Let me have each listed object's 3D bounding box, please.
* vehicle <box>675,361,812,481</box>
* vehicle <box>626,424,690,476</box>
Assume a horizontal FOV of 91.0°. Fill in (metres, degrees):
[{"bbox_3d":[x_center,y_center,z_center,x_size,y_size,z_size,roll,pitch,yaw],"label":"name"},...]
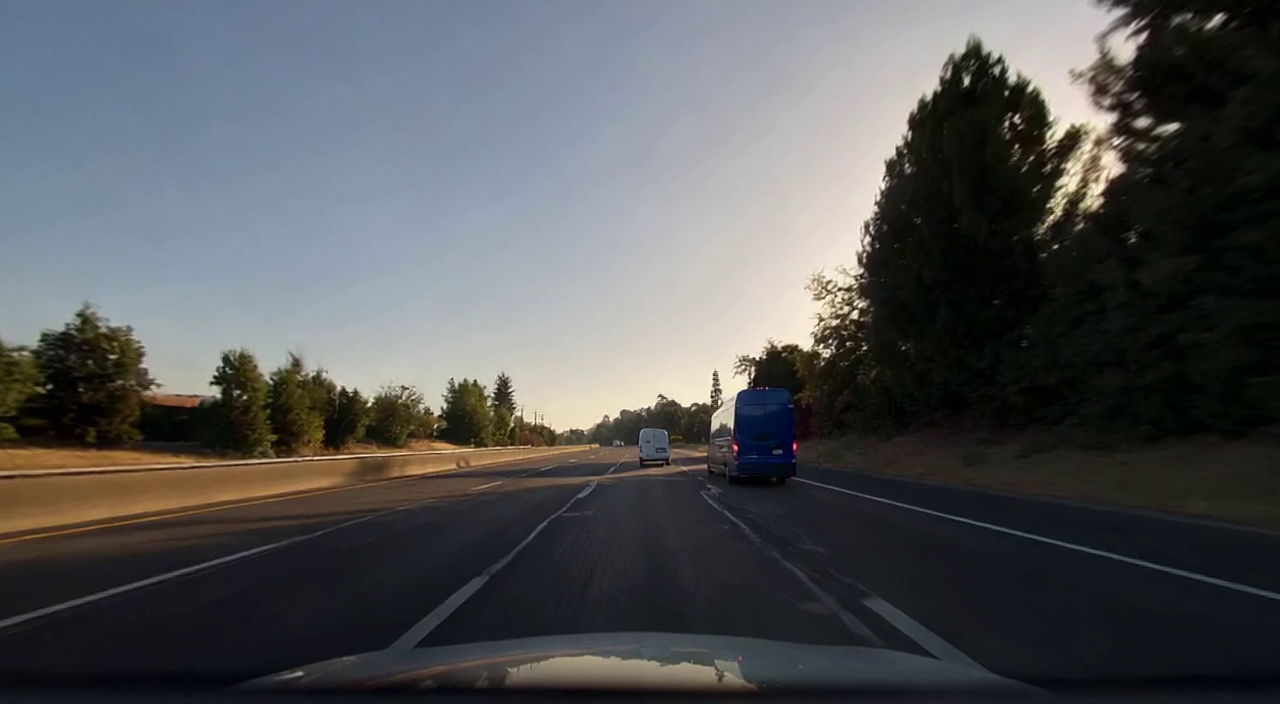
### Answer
[{"bbox_3d":[4.098,3.622,30.664,3.892,4.216,16.830,0,-8,0],"label":"vehicle"},{"bbox_3d":[0.708,4.164,26.906,2.469,2.027,4.554,0,-8,0],"label":"vehicle"}]
